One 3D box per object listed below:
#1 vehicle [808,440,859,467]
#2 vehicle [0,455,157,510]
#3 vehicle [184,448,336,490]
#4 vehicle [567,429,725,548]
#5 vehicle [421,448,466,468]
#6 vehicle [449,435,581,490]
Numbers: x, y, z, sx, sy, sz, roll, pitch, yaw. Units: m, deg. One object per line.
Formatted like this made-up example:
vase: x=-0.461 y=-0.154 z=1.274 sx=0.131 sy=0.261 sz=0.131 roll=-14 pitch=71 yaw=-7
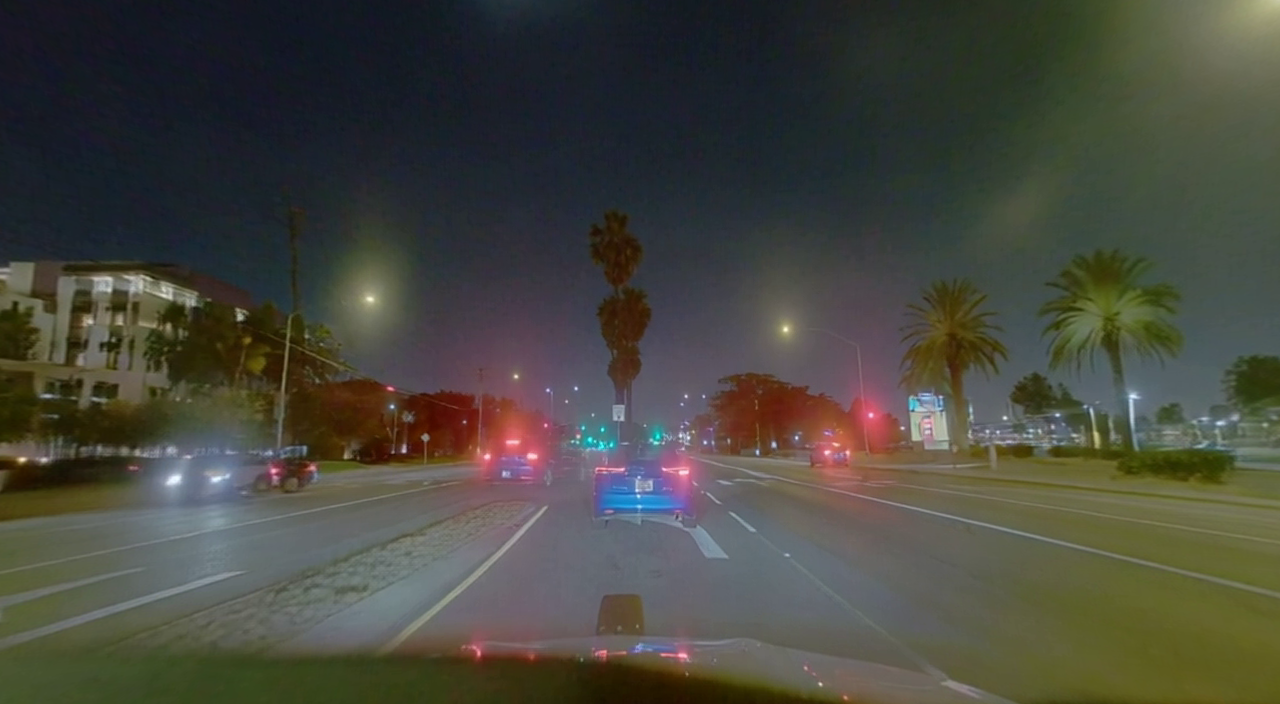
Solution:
vehicle: x=14.092 y=7.404 z=46.391 sx=2.131 sy=1.832 sz=5.203 roll=0 pitch=-9 yaw=1
vehicle: x=-16.687 y=3.792 z=18.746 sx=4.071 sy=1.442 sz=1.948 roll=-4 pitch=-9 yaw=24
vehicle: x=-14.521 y=4.451 z=24.284 sx=4.585 sy=1.479 sz=2.088 roll=-1 pitch=-9 yaw=7
vehicle: x=-0.008 y=2.047 z=10.189 sx=1.986 sy=1.473 sz=4.382 roll=0 pitch=-9 yaw=-2
vehicle: x=-15.254 y=8.225 z=49.328 sx=2.099 sy=1.464 sz=4.615 roll=0 pitch=-9 yaw=-1
vehicle: x=-4.112 y=3.499 z=20.367 sx=2.095 sy=1.552 sz=4.457 roll=8 pitch=-12 yaw=-43
